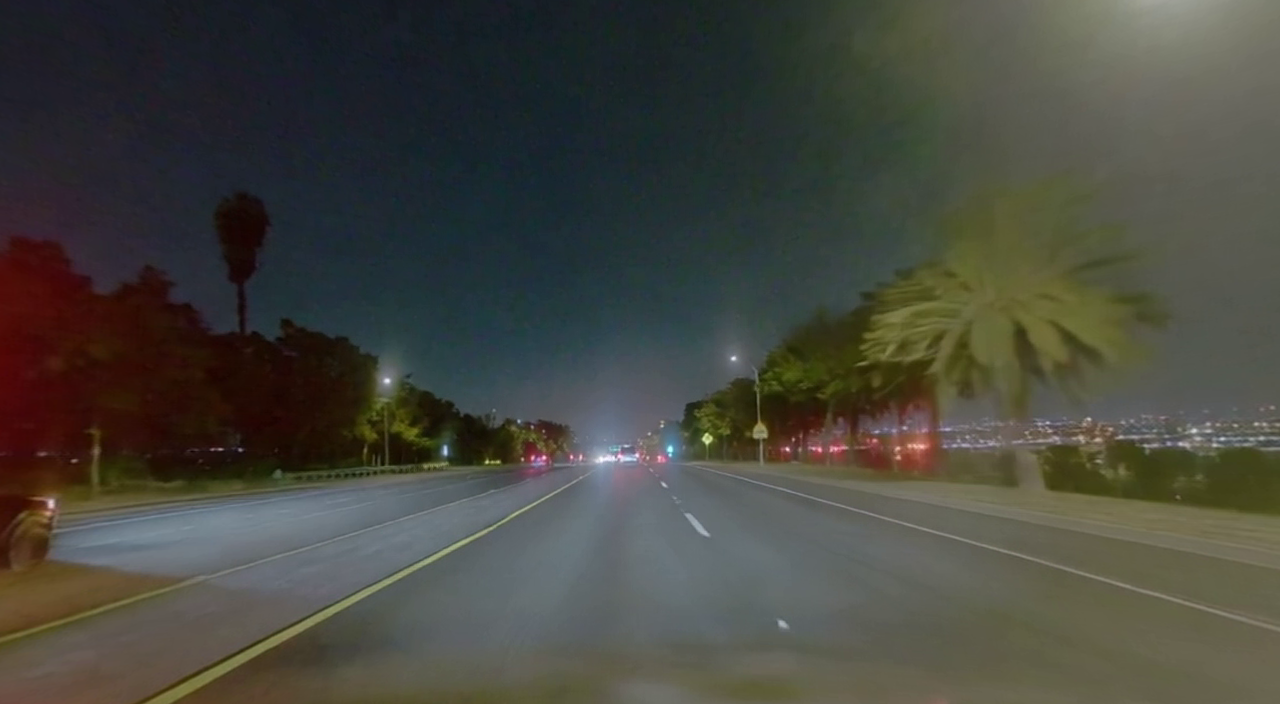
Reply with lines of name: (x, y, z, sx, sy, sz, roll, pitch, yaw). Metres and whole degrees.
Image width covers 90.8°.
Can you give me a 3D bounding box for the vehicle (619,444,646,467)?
vehicle: (-0.609, 7.958, 48.668, 2.001, 1.688, 4.128, 0, -8, -2)
